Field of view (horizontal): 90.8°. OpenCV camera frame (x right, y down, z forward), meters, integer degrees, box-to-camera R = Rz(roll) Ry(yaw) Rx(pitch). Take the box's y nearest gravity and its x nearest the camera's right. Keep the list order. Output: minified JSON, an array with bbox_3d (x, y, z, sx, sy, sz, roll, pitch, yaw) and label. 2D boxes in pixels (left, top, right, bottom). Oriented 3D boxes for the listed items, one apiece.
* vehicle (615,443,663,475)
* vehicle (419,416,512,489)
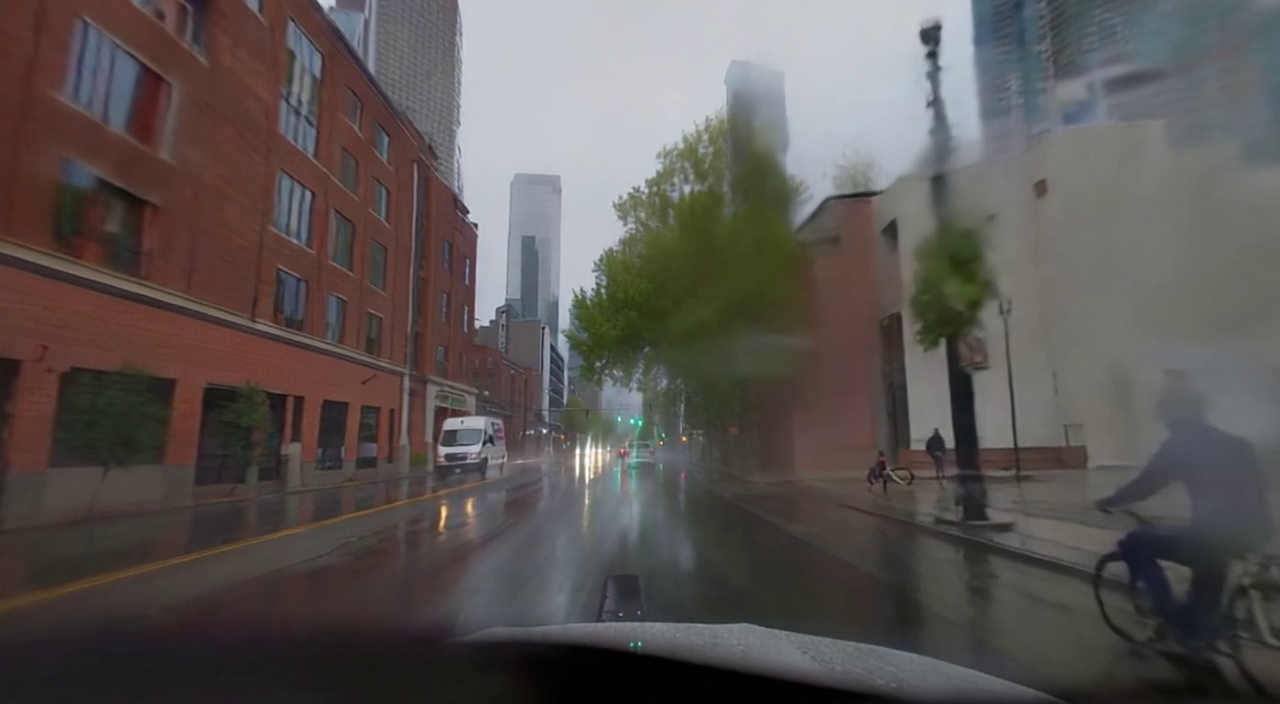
[{"bbox_3d":[-0.085,5.617,33.417,2.356,1.572,4.810,0,-9,-1],"label":"vehicle"},{"bbox_3d":[-7.007,4.103,26.159,2.418,2.620,5.522,-1,-8,-1],"label":"vehicle"}]
